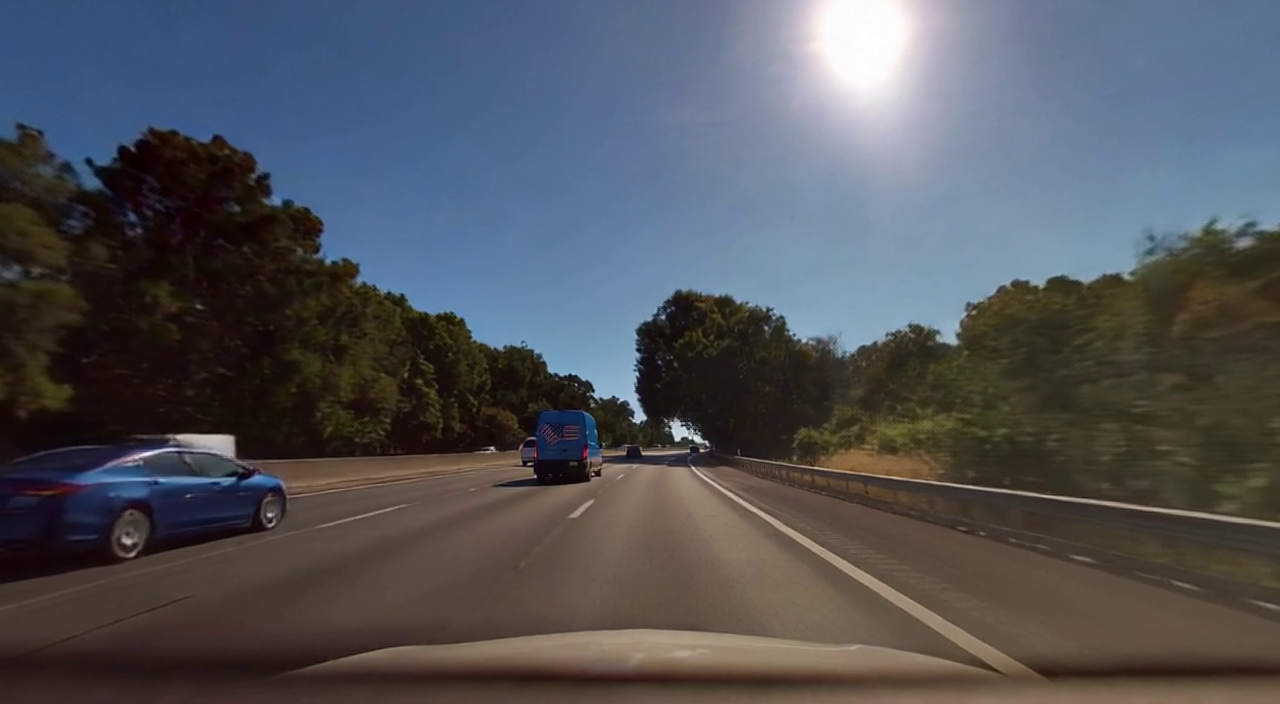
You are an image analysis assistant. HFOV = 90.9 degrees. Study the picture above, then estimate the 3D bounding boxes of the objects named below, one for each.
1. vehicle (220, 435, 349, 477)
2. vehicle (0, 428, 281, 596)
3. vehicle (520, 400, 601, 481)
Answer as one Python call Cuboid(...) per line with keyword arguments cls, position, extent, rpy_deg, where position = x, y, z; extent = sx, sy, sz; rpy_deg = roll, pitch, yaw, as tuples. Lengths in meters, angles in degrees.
Cuboid(cls="vehicle", position=(-16.136, 4.757, 29.163), extent=(2.295, 1.738, 5.899), rpy_deg=(-1, -8, 3))
Cuboid(cls="vehicle", position=(-6.473, 1.657, 7.320), extent=(1.947, 1.438, 4.440), rpy_deg=(0, -8, 1))
Cuboid(cls="vehicle", position=(-2.986, 3.550, 25.263), extent=(2.319, 2.883, 5.632), rpy_deg=(0, -8, 2))
